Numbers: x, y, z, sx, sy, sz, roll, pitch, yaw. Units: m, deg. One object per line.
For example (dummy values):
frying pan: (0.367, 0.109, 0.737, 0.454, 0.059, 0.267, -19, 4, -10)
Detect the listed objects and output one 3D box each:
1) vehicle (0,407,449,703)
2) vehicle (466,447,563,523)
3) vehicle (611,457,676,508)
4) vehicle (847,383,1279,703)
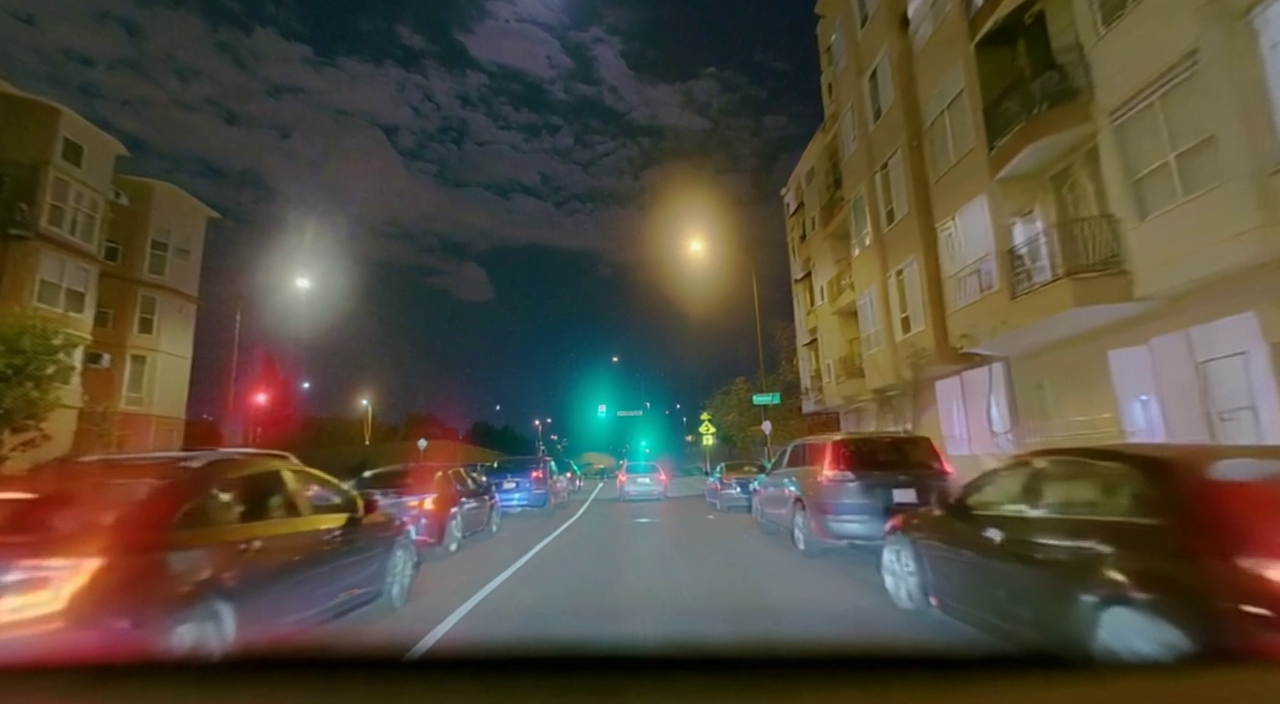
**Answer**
vehicle: (-2.760, 1.158, 3.357, 2.109, 1.477, 4.509, 0, -9, -1)
vehicle: (-2.979, 3.191, 15.580, 1.778, 1.638, 3.059, 0, -9, -1)
vehicle: (0.049, 4.362, 21.478, 2.026, 1.496, 3.701, 0, -9, -2)
vehicle: (2.951, 1.147, 3.841, 1.933, 1.501, 4.349, 0, -9, 1)
